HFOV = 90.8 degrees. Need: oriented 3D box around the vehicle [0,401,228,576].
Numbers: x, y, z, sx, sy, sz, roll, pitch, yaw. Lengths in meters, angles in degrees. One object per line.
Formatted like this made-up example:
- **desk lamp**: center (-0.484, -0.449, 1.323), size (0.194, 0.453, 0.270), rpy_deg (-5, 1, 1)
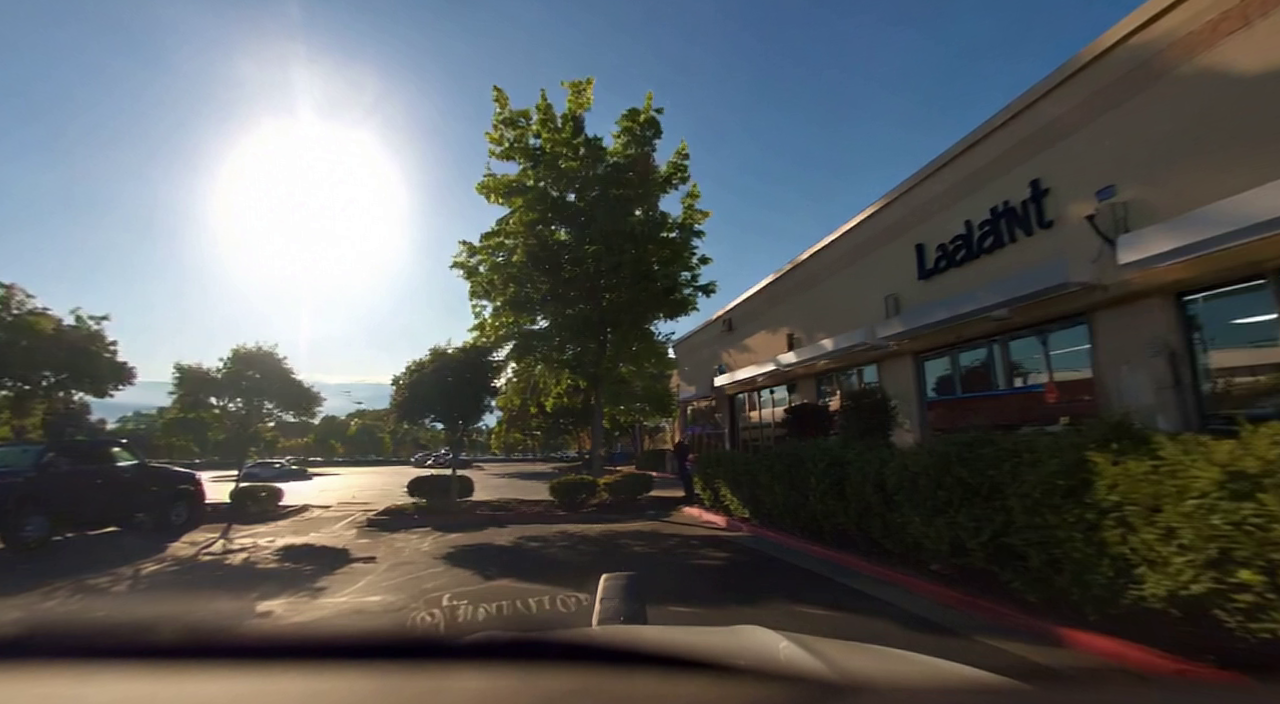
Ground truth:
- **vehicle**: center (-9.556, 2.146, 10.720), size (2.200, 2.257, 5.237), rpy_deg (1, -9, -9)
